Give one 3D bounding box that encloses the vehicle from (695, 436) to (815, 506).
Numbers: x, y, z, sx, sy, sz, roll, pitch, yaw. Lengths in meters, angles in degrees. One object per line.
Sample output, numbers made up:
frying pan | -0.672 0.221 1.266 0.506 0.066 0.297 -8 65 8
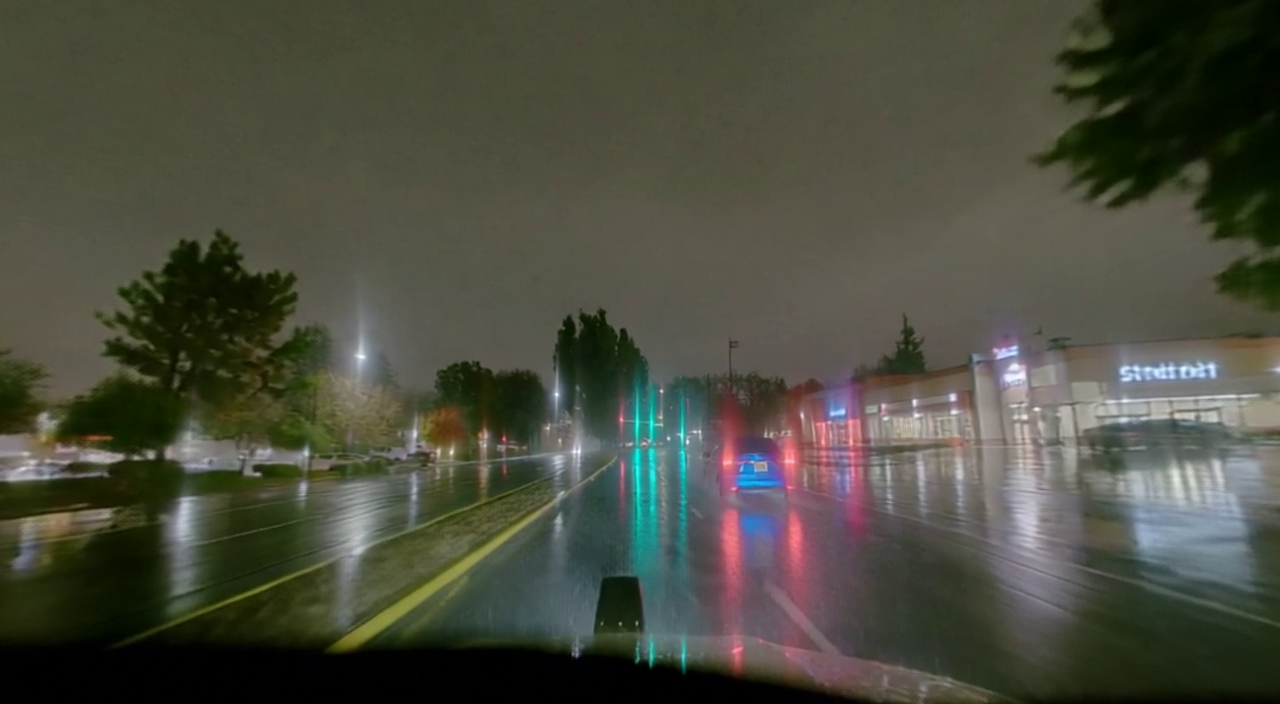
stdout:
vehicle | 2.637 2.867 15.644 2.015 1.479 4.444 0 -9 -2
